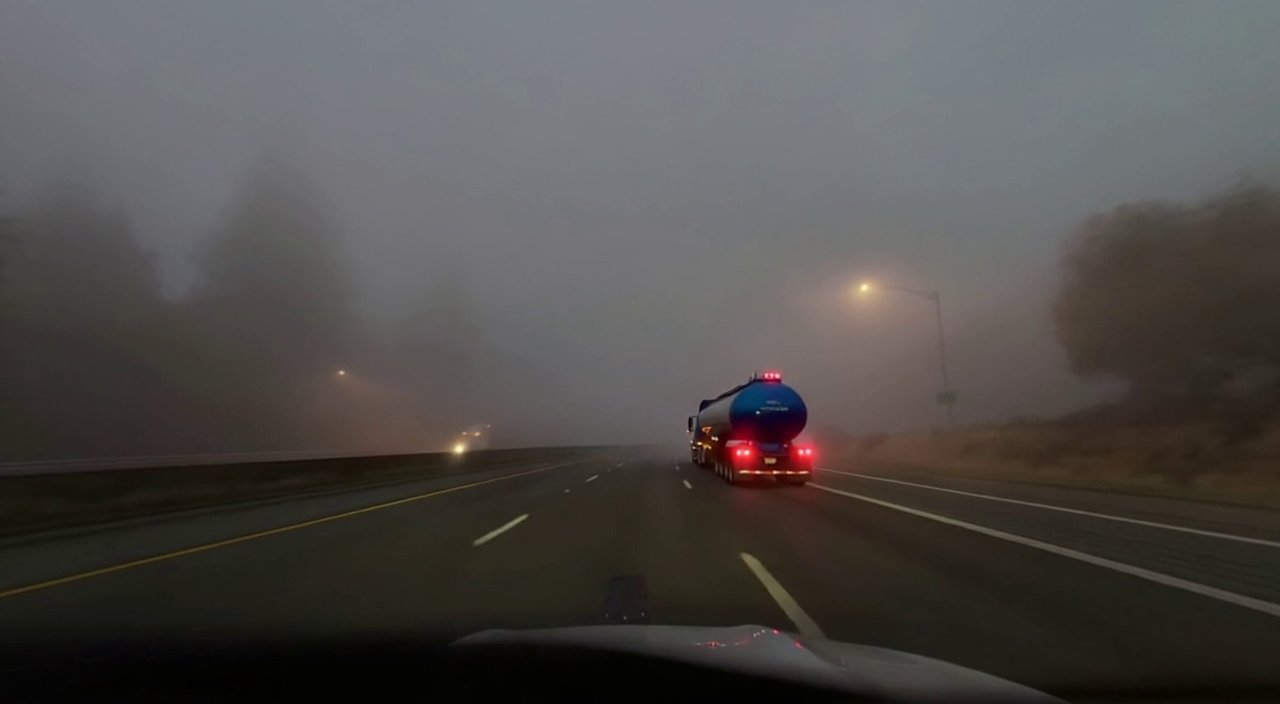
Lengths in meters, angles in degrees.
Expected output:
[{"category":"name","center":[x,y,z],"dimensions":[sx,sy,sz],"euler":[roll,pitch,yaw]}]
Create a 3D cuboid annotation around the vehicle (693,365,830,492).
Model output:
[{"category":"vehicle","center":[4.076,3.235,25.315],"dimensions":[2.880,3.624,14.397],"euler":[-1,-8,1]}]
